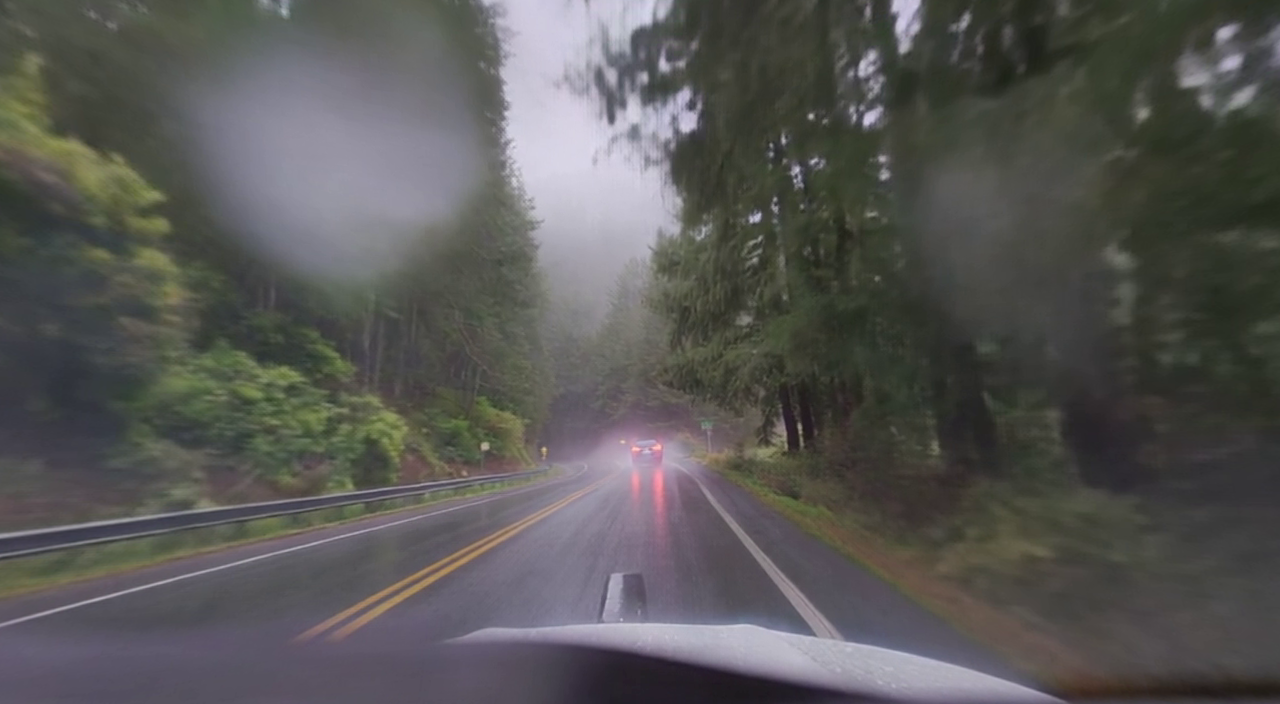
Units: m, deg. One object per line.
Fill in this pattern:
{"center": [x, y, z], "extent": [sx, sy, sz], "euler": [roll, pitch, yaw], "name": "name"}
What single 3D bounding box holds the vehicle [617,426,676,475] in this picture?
{"center": [0.291, 4.824, 31.088], "extent": [2.469, 1.953, 5.605], "euler": [-6, -9, 0], "name": "vehicle"}
